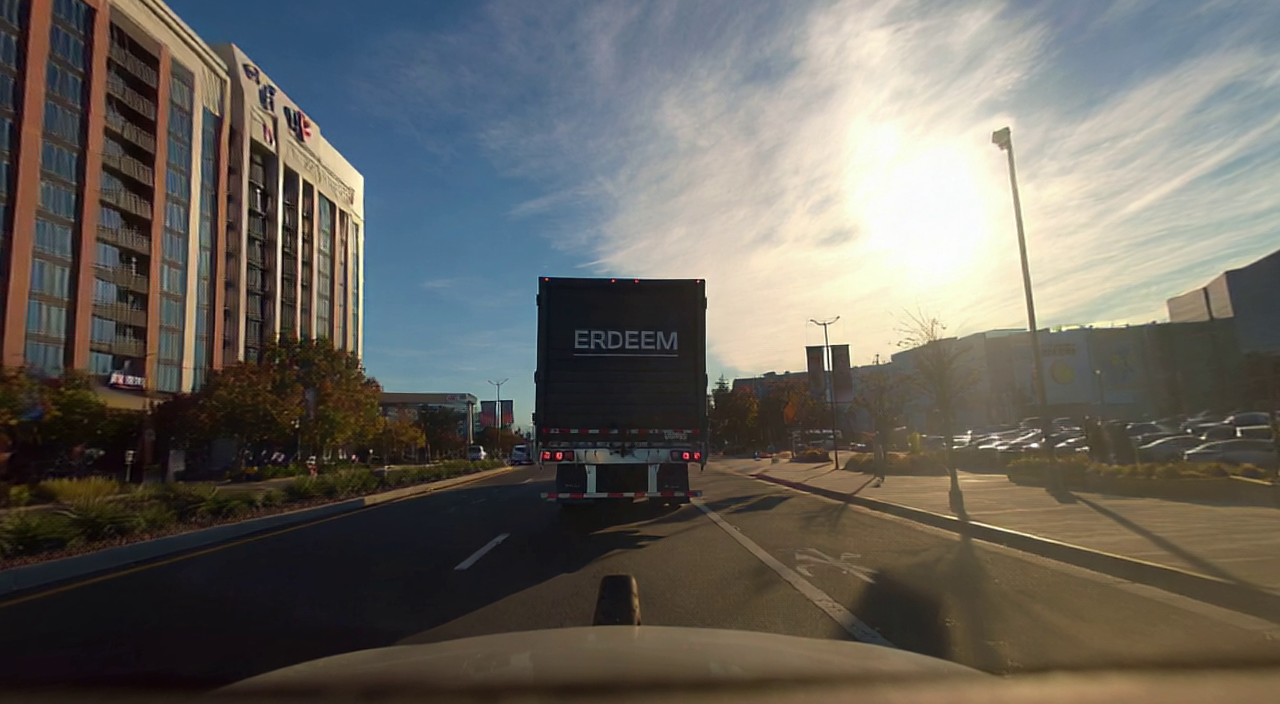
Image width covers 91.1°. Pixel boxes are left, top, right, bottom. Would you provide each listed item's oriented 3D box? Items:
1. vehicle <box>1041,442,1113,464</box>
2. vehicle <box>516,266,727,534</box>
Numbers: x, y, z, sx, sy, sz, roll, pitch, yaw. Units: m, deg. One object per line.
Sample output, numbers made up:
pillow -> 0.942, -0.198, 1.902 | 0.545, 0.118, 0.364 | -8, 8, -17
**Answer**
vehicle -> 31.356, 7.218, 45.166 | 1.652, 1.423, 3.797 | 5, -9, -35
vehicle -> -0.203, 1.250, 13.436 | 2.876, 3.724, 9.351 | 0, -8, 1
